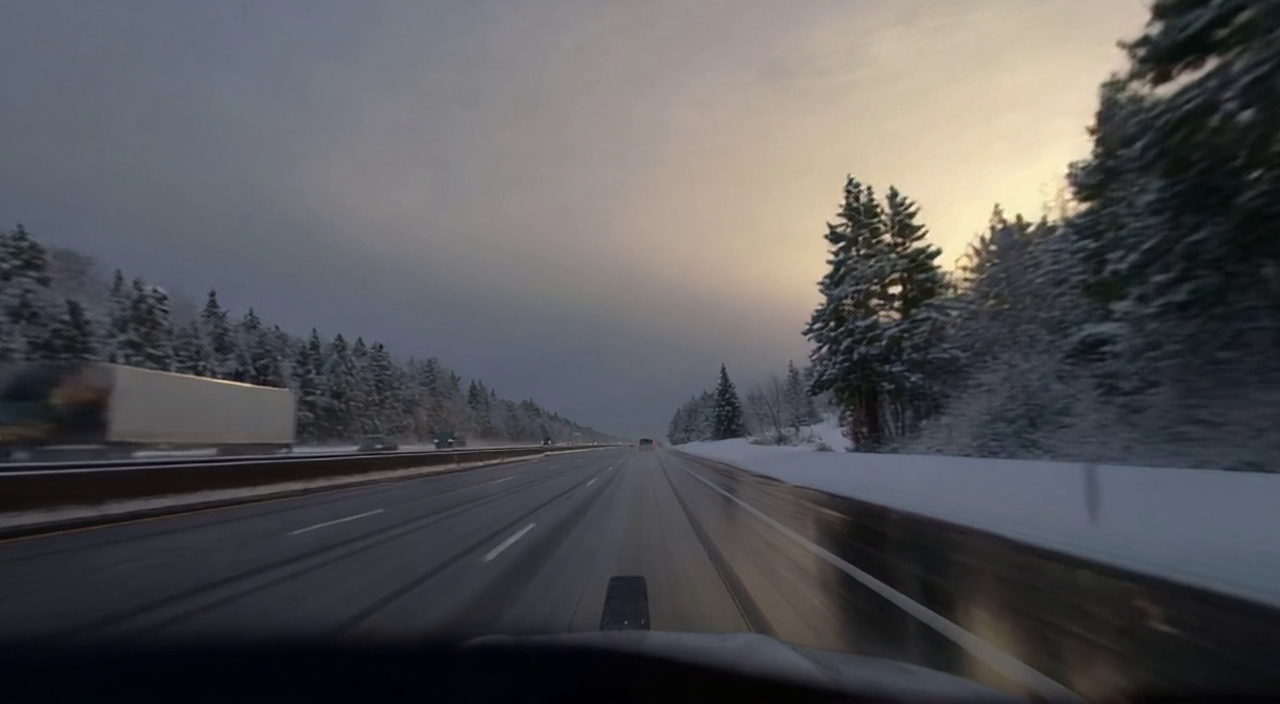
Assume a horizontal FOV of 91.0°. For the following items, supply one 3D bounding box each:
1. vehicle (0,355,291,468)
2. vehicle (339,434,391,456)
[{"bbox_3d":[-24.106,3.427,31.969,2.942,4.261,16.900,0,-8,0],"label":"vehicle"},{"bbox_3d":[-19.931,6.777,45.736,1.811,1.484,4.430,0,-8,0],"label":"vehicle"}]
